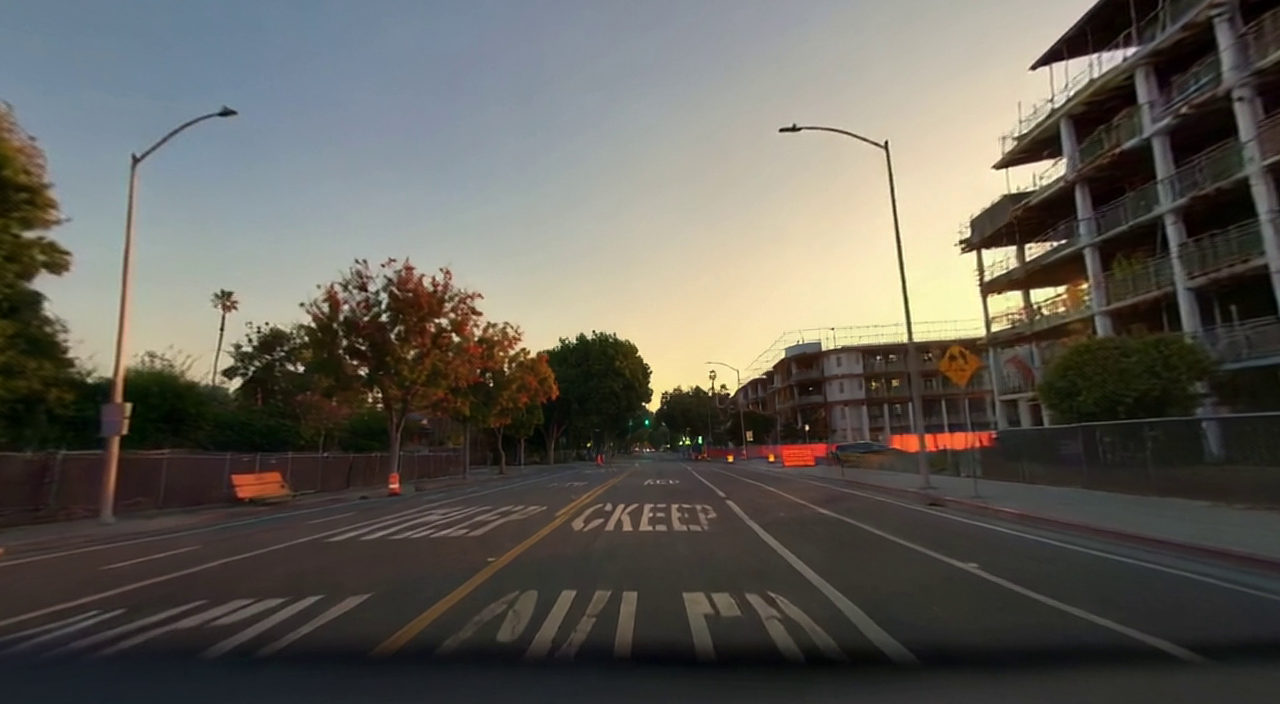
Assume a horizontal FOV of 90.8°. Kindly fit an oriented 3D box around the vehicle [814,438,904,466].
[{"bbox_3d":[11.909,5.481,34.637,4.251,1.418,1.896,-1,-9,3],"label":"vehicle"}]
